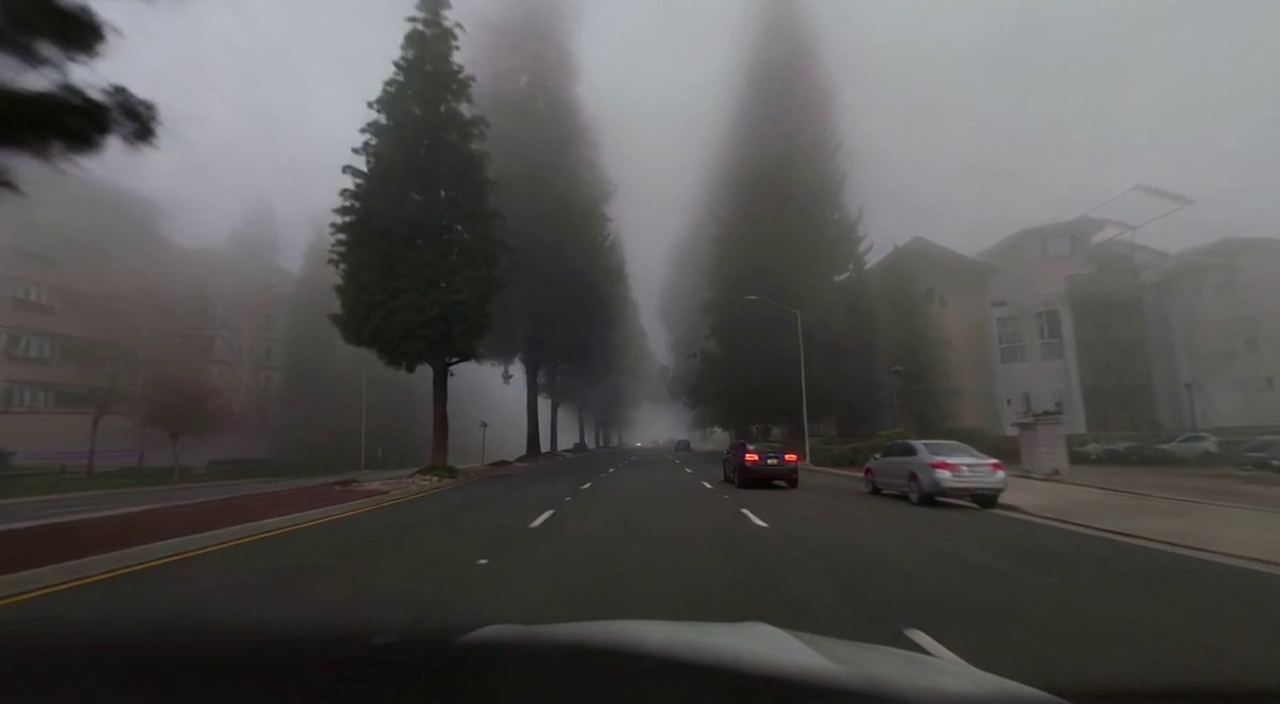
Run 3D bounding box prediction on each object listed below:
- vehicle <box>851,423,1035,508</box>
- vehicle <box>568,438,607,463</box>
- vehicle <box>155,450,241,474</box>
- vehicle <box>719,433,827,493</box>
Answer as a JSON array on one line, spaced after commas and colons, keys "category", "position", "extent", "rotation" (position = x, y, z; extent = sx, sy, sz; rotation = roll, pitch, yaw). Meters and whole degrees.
[{"category": "vehicle", "position": [7.010, 2.685, 15.337], "extent": [2.121, 1.727, 4.789], "rotation": [0, -8, 0]}, {"category": "vehicle", "position": [-3.289, 6.322, 40.497], "extent": [2.049, 1.485, 4.656], "rotation": [0, -8, 0]}, {"category": "vehicle", "position": [-30.573, 7.581, 43.659], "extent": [2.058, 1.461, 4.498], "rotation": [-8, -12, 44]}, {"category": "vehicle", "position": [3.631, 3.128, 18.168], "extent": [2.128, 1.502, 4.572], "rotation": [0, -8, 0]}]
